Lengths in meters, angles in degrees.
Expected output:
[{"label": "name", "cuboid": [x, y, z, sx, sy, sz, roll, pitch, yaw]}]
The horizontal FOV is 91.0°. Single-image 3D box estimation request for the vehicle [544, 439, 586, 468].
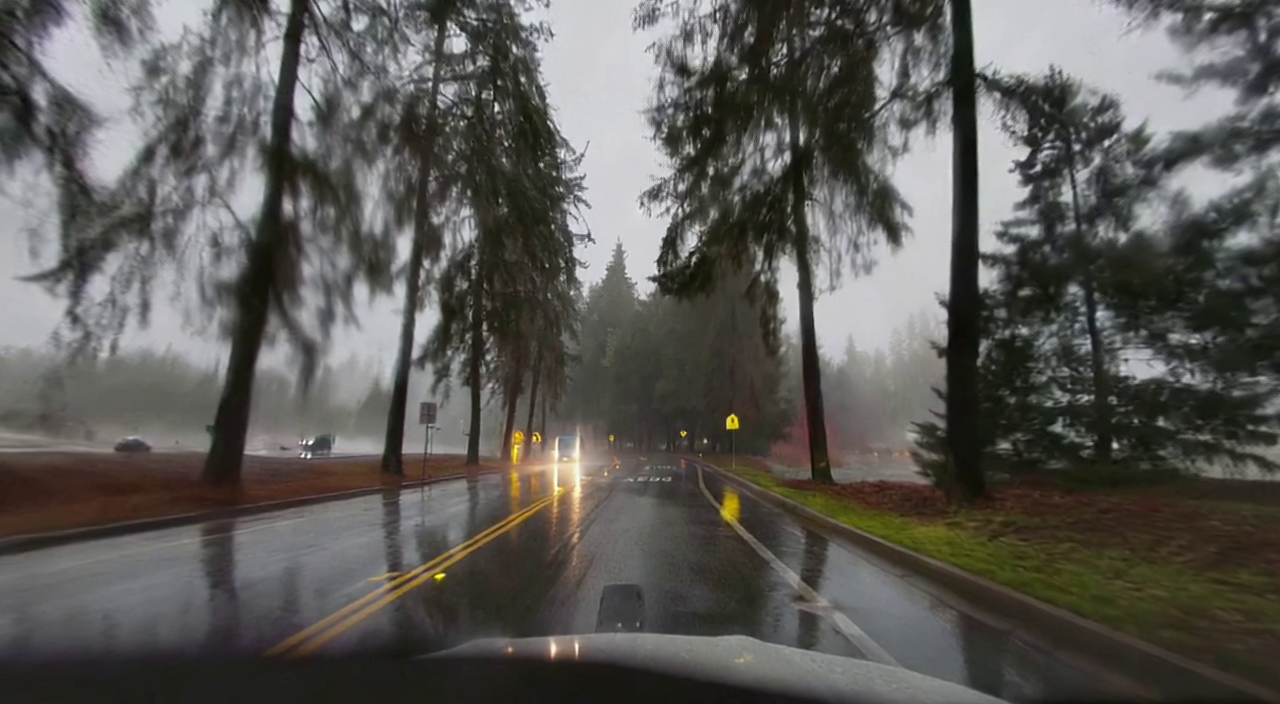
[{"label": "vehicle", "cuboid": [-5.121, 7.033, 43.872, 2.394, 1.900, 5.863, 0, -8, -2]}]
